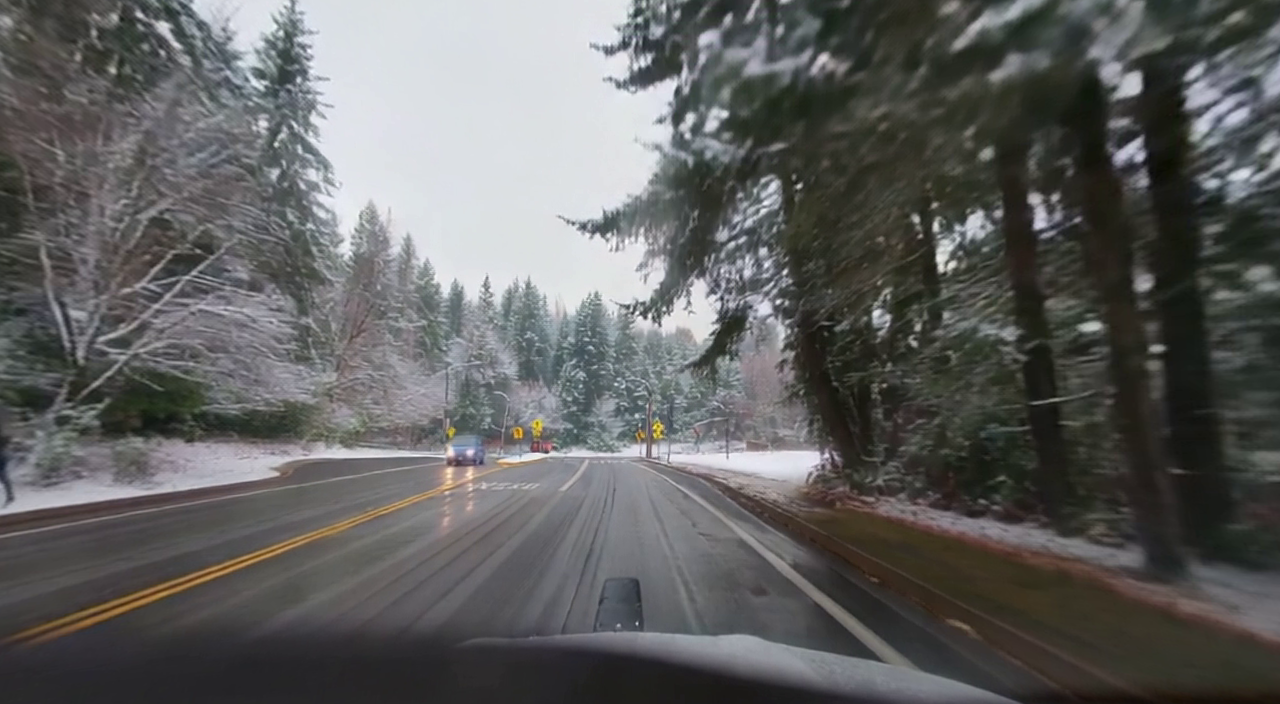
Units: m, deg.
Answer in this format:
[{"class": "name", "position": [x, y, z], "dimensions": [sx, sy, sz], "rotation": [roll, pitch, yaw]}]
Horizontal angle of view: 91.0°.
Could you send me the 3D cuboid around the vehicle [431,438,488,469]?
[{"class": "vehicle", "position": [-9.987, 5.671, 35.187], "dimensions": [2.129, 1.590, 4.616], "rotation": [0, -9, -4]}]
